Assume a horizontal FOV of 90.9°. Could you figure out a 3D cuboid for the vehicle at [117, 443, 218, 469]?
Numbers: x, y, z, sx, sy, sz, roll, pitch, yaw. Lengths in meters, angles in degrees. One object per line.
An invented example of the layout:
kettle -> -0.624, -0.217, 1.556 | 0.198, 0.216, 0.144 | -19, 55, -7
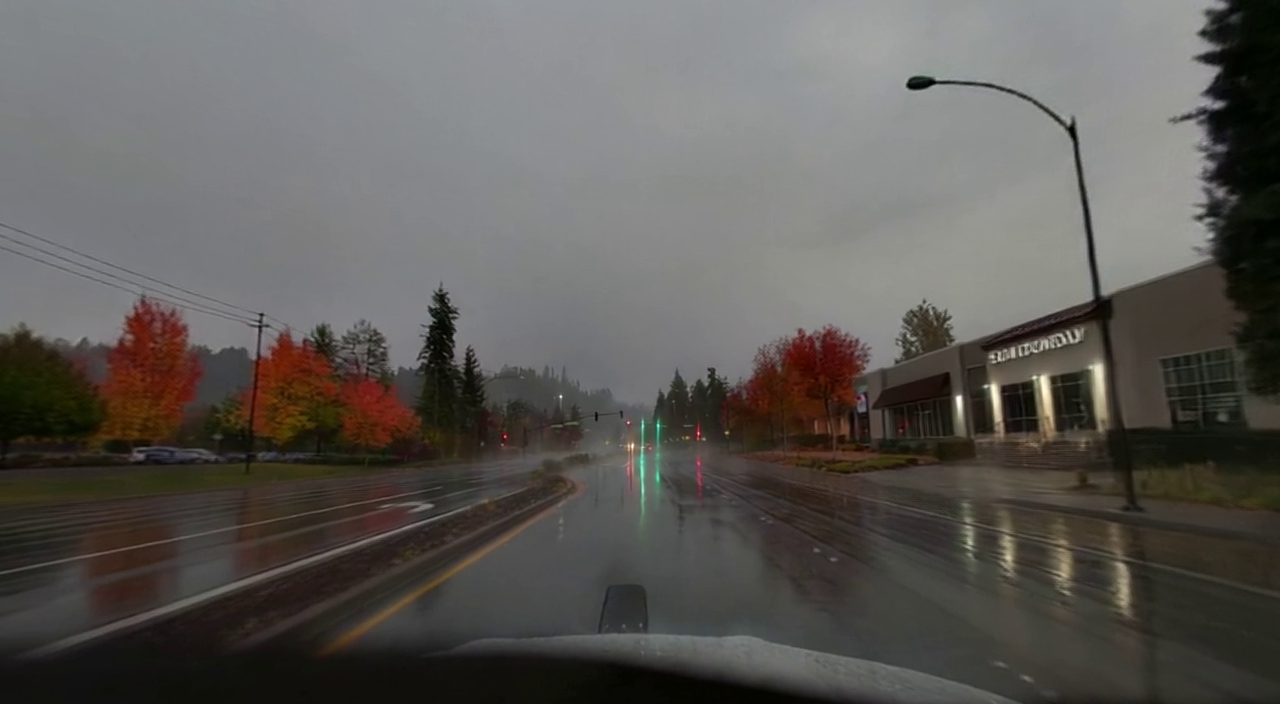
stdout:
vehicle -> -30.323, 6.744, 40.599 | 4.706, 1.457, 1.999 | 3, -11, -5
